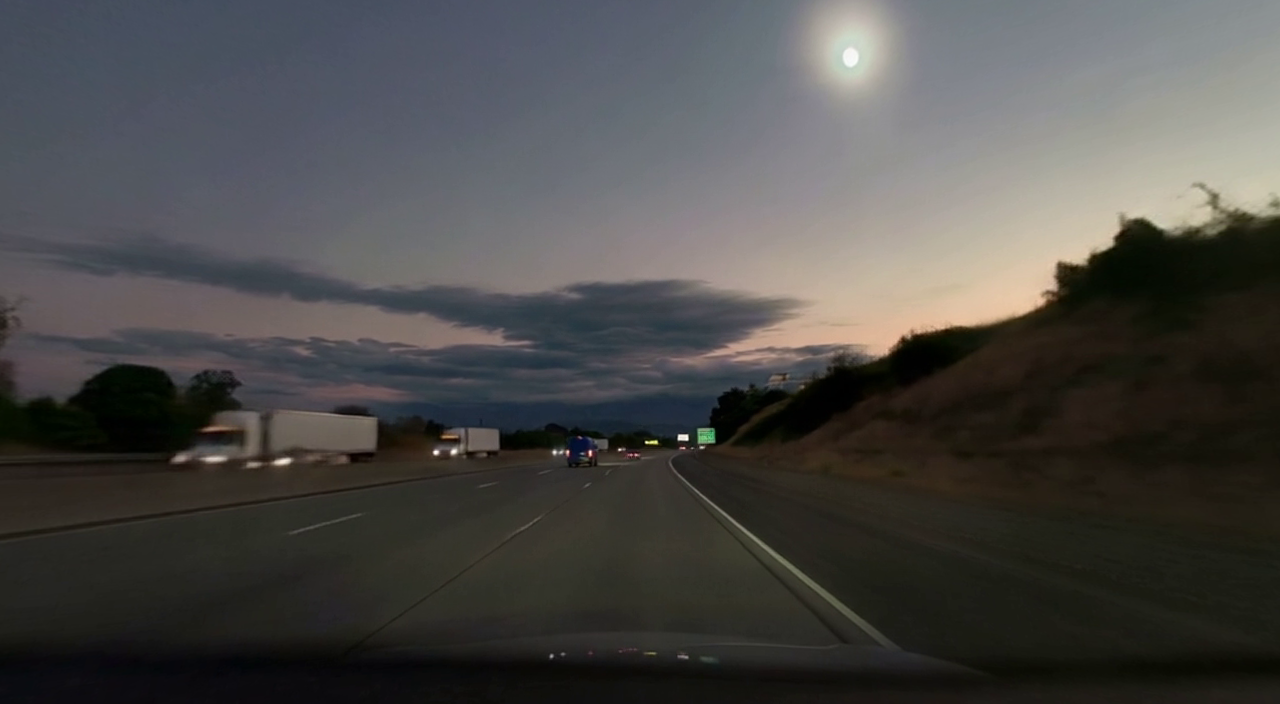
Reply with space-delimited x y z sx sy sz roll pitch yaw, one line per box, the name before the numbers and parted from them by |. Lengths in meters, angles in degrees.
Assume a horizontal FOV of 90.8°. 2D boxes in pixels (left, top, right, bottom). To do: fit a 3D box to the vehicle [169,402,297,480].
vehicle | -22.712 5.071 35.707 2.978 3.973 5.910 -1 -9 2
